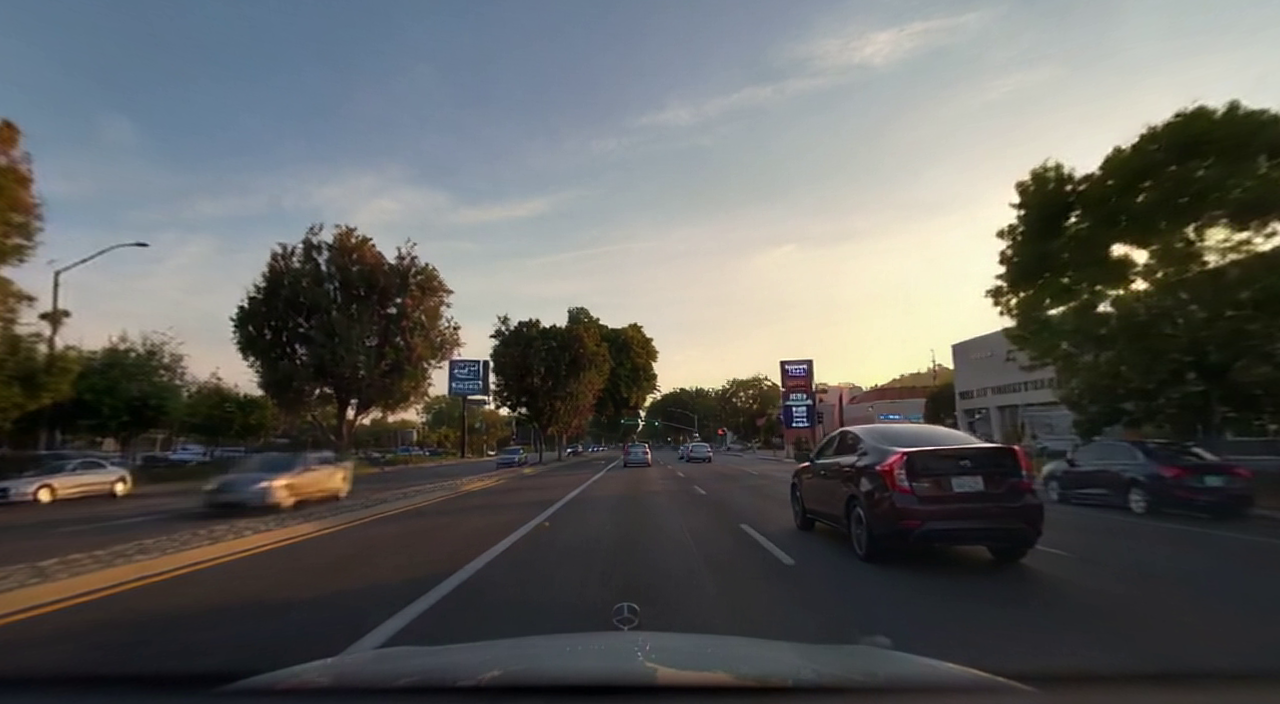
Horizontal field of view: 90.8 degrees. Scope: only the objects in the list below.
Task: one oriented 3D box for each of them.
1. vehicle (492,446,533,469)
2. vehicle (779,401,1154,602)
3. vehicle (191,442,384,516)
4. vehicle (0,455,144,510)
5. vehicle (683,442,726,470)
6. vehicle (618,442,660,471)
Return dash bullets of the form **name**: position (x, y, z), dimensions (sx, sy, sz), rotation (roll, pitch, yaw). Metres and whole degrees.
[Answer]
- **vehicle**: position (-8.604, 7.105, 42.900), dimensions (1.862, 1.446, 4.333), rotation (0, -8, 1)
- **vehicle**: position (3.182, 1.552, 7.440), dimensions (2.022, 1.643, 4.326), rotation (0, -8, -1)
- **vehicle**: position (-8.220, 2.960, 15.369), dimensions (2.062, 1.499, 4.528), rotation (0, -8, 1)
- **vehicle**: position (-20.055, 4.344, 21.553), dimensions (2.201, 1.561, 5.095), rotation (0, -8, -2)
- **vehicle**: position (3.520, 5.741, 35.077), dimensions (1.889, 1.473, 4.303), rotation (0, -8, -1)
- **vehicle**: position (-0.066, 5.638, 34.421), dimensions (2.135, 1.468, 4.076), rotation (0, -8, 0)
